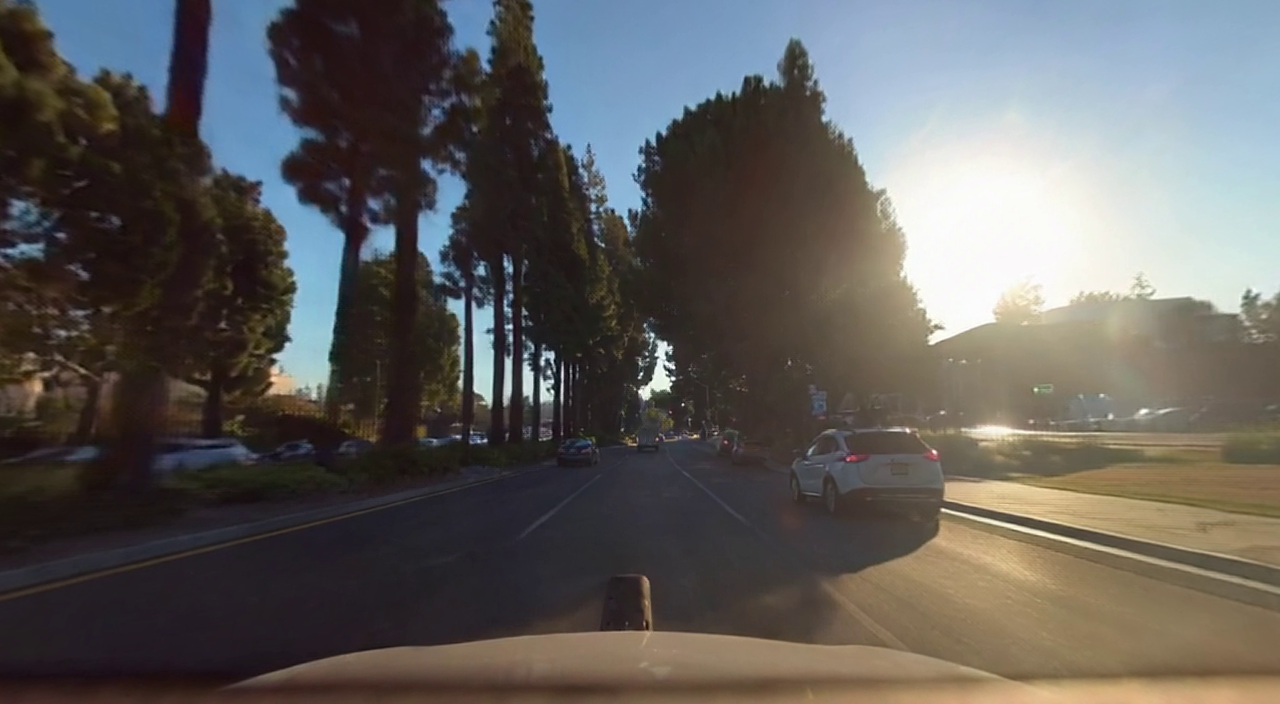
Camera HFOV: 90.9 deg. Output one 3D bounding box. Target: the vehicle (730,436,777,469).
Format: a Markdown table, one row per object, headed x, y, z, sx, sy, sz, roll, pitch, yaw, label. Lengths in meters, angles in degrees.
| x | y | z | sx | sy | sz | roll | pitch | yaw | label |
| --- | --- | --- | --- | --- | --- | --- | --- | --- | --- |
| 6.355 | 5.682 | 35.784 | 2.280 | 1.757 | 4.572 | -1 | -9 | 6 | vehicle |

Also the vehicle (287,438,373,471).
| x | y | z | sx | sy | sz | roll | pitch | yaw | label |
| --- | --- | --- | --- | --- | --- | --- | --- | --- | --- |
| -16.688 | 5.518 | 34.239 | 2.176 | 1.646 | 4.643 | 0 | -8 | 1 | vehicle |

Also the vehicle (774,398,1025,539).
| x | y | z | sx | sy | sz | roll | pitch | yaw | label |
| --- | --- | --- | --- | --- | --- | --- | --- | --- | --- |
| 4.353 | 2.116 | 12.084 | 2.381 | 2.008 | 5.971 | 0 | -9 | 2 | vehicle |

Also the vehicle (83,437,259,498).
| x | y | z | sx | sy | sz | roll | pitch | yaw | label |
| --- | --- | --- | --- | --- | --- | --- | --- | --- | --- |
| -13.772 | 3.383 | 18.888 | 2.181 | 1.604 | 3.944 | 0 | -9 | 1 | vehicle |

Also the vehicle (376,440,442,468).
| x | y | z | sx | sy | sz | roll | pitch | yaw | label |
| --- | --- | --- | --- | --- | --- | --- | --- | --- | --- |
| -12.955 | 5.753 | 35.682 | 1.897 | 1.472 | 4.592 | -1 | -9 | 2 | vehicle |

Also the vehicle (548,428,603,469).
| x | y | z | sx | sy | sz | roll | pitch | yaw | label |
| --- | --- | --- | --- | --- | --- | --- | --- | --- | --- |
| -3.251 | 5.015 | 32.896 | 2.255 | 1.940 | 4.822 | -1 | -9 | 2 | vehicle |
